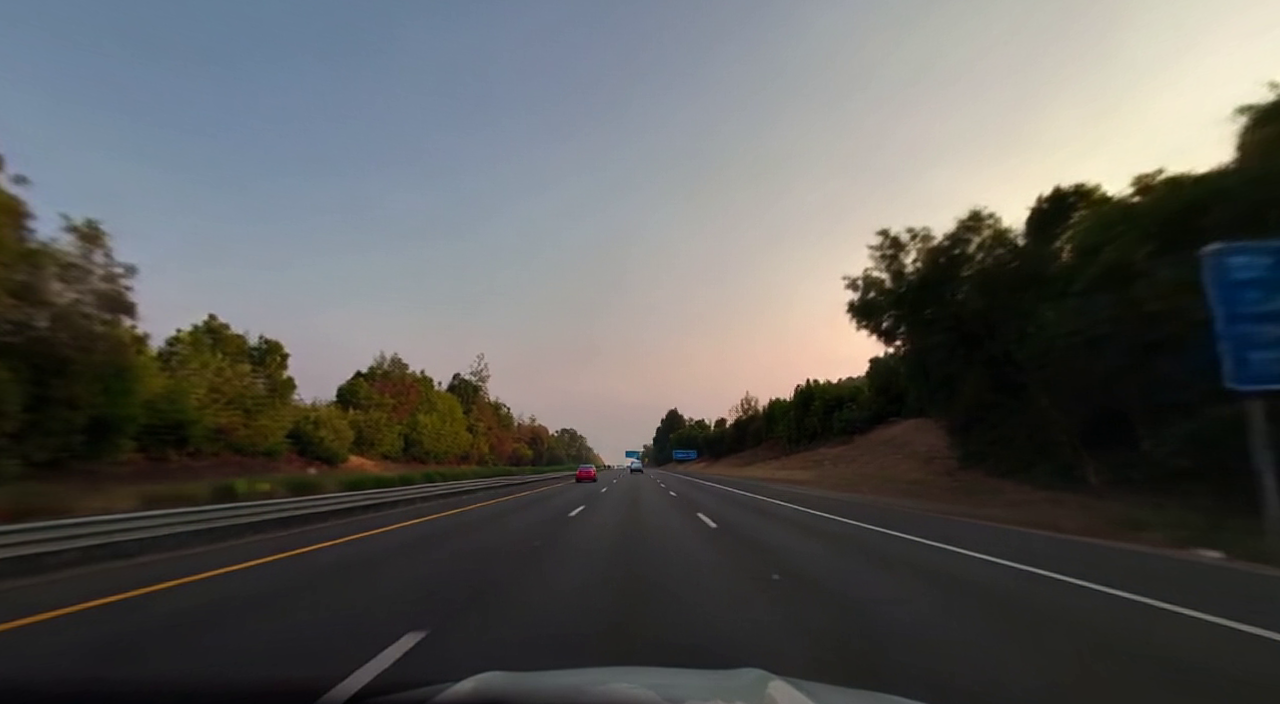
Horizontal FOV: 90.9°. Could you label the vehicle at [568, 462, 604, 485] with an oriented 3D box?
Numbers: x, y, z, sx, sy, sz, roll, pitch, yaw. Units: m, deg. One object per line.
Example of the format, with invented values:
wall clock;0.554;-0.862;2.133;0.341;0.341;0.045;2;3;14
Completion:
vehicle;-3.799;8.642;44.839;2.143;1.516;4.552;1;-10;0
